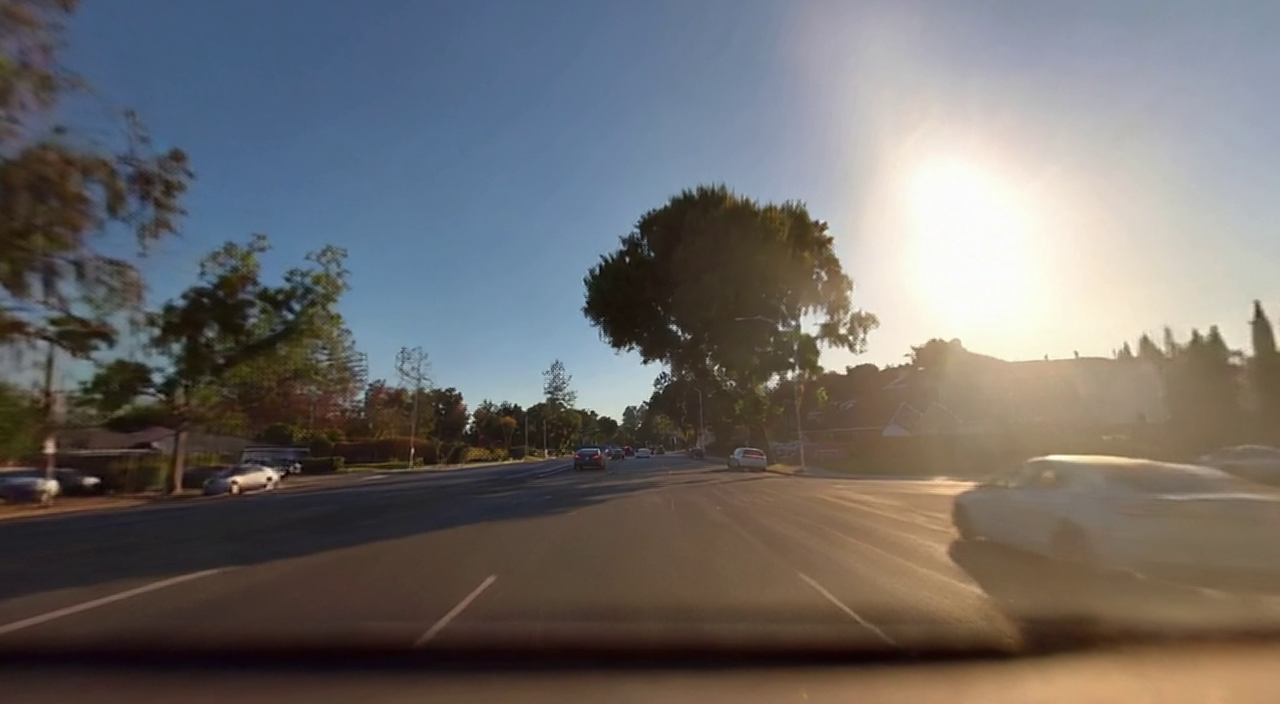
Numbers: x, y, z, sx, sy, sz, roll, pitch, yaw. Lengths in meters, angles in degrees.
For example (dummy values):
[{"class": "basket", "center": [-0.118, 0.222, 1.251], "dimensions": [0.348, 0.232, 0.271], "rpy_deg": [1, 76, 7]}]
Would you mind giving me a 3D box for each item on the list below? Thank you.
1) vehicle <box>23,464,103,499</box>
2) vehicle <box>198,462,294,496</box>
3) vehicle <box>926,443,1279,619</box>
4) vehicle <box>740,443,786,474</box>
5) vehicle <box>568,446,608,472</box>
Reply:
[{"class": "vehicle", "center": [-28.953, 6.437, 31.655], "dimensions": [4.885, 1.471, 1.951], "rpy_deg": [-7, -11, 37]}, {"class": "vehicle", "center": [-21.185, 6.818, 34.249], "dimensions": [2.003, 1.555, 4.921], "rpy_deg": [-1, -9, 0]}, {"class": "vehicle", "center": [5.363, 1.828, 7.637], "dimensions": [2.149, 1.421, 4.805], "rpy_deg": [-1, -9, 8]}, {"class": "vehicle", "center": [7.842, 6.866, 40.605], "dimensions": [2.006, 1.758, 4.311], "rpy_deg": [4, -10, 0]}, {"class": "vehicle", "center": [-3.344, 7.033, 41.779], "dimensions": [2.263, 1.548, 4.555], "rpy_deg": [0, -8, 0]}]
